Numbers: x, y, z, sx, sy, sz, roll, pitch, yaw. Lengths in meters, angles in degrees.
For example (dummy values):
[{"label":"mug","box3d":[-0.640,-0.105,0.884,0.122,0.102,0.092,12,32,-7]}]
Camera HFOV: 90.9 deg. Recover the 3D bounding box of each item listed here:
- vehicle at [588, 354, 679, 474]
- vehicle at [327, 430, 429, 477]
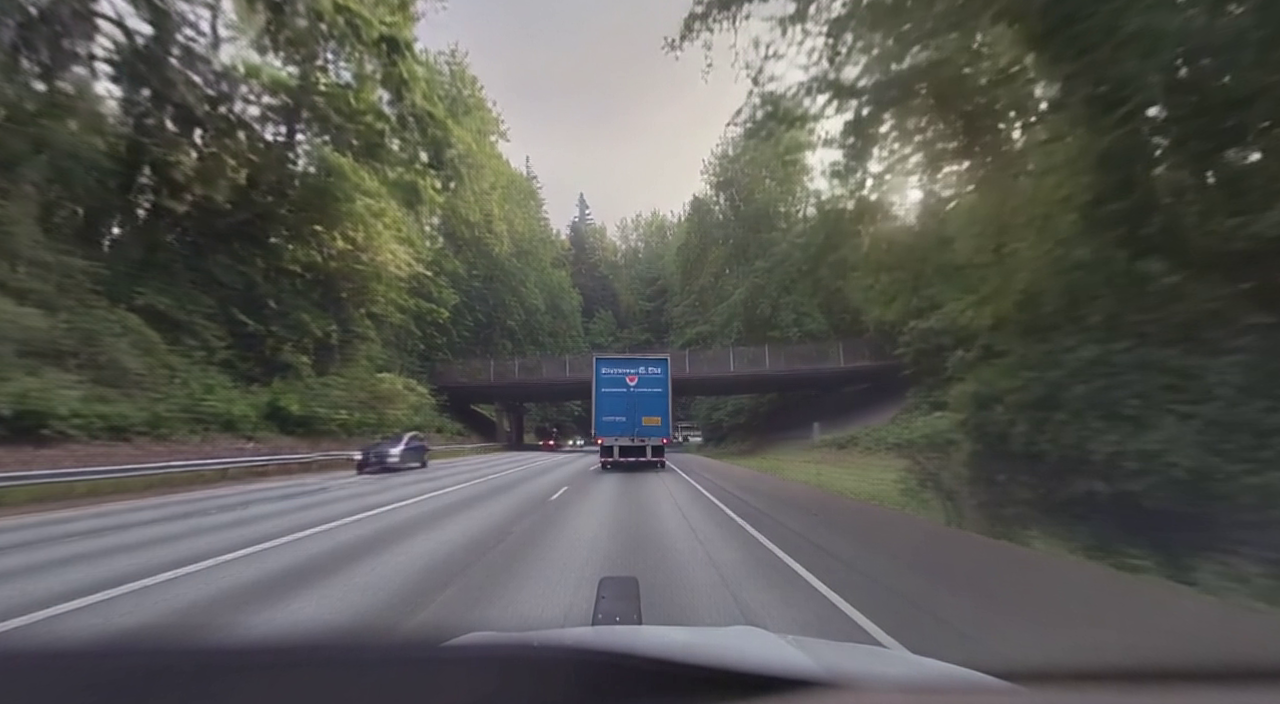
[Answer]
[{"label":"vehicle","box3d":[-0.442,2.646,25.442,2.895,3.861,10.213,0,-8,-2]},{"label":"vehicle","box3d":[-8.997,3.497,22.027,1.872,1.461,3.966,0,-8,0]}]
